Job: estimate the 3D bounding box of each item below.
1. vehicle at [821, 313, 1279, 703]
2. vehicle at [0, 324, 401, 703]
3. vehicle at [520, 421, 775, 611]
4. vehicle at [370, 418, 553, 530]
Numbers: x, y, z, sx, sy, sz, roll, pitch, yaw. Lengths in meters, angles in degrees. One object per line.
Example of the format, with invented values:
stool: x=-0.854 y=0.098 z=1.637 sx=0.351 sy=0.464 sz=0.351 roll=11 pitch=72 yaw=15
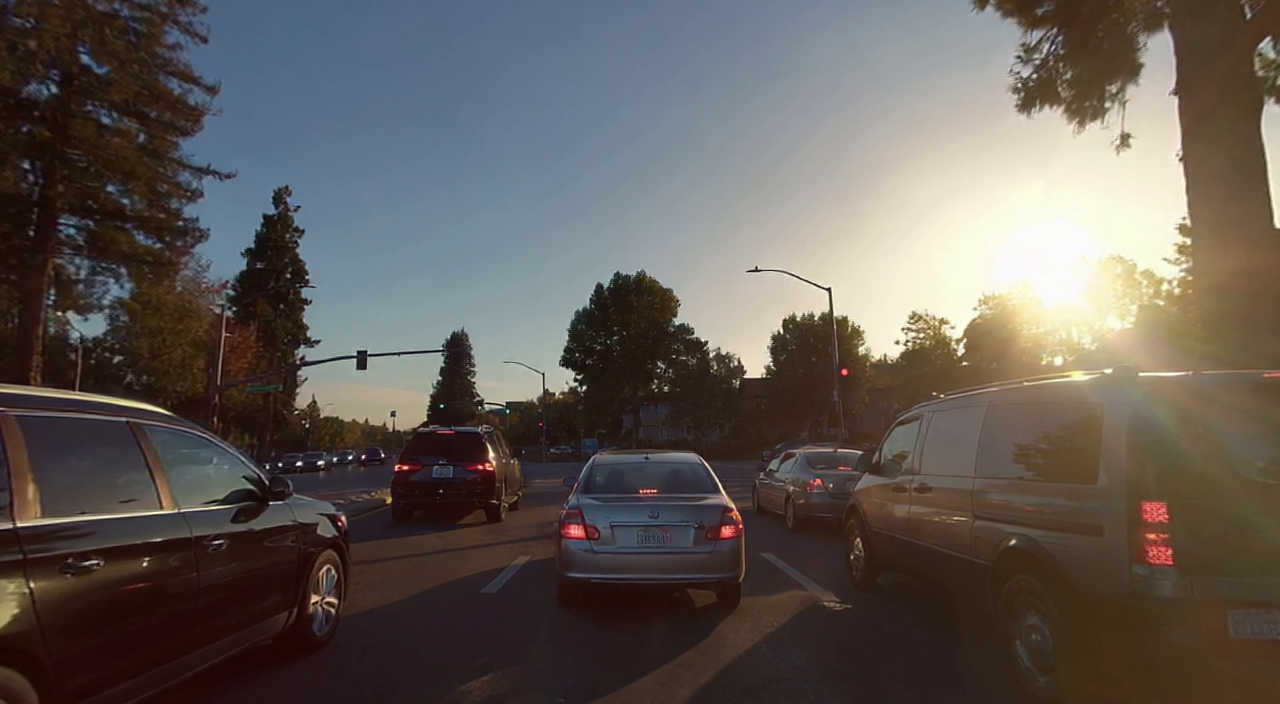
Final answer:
vehicle: x=3.215 y=1.101 z=4.735 sx=2.141 sy=1.833 sz=4.704 roll=0 pitch=-8 yaw=-2
vehicle: x=-3.123 y=0.954 z=3.310 sx=1.982 sy=1.721 sz=4.261 roll=0 pitch=-8 yaw=1
vehicle: x=0.022 y=1.598 z=7.046 sx=2.021 sy=1.490 sz=3.948 roll=0 pitch=-8 yaw=-1
vehicle: x=-3.179 y=2.300 z=12.454 sx=2.117 sy=1.772 sz=4.619 roll=0 pitch=-8 yaw=2
